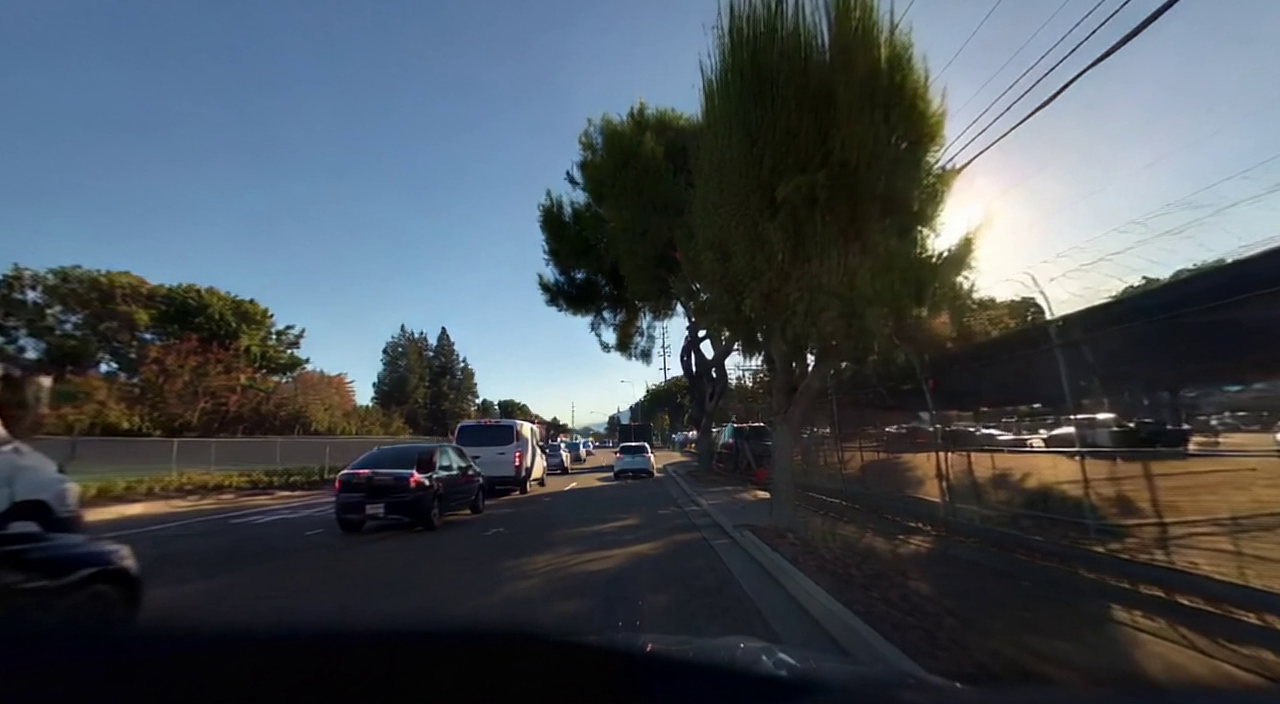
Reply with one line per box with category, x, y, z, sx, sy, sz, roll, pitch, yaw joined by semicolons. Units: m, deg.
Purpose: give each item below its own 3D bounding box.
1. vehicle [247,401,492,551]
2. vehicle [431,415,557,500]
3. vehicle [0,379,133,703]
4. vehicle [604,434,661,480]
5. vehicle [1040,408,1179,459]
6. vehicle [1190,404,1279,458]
vehicle;-3.935;1.890;10.262;1.956;1.865;4.624;0;-8;-1
vehicle;-3.865;2.937;17.932;2.254;1.996;5.685;0;-8;0
vehicle;-3.946;0.728;1.379;2.014;1.637;4.382;0;-8;-1
vehicle;-0.273;4.111;24.931;2.055;1.671;4.147;0;-8;0
vehicle;32.778;5.772;44.167;7.142;3.385;2.919;0;-10;2
vehicle;40.585;4.943;40.384;7.613;2.990;2.868;-5;-8;-2
